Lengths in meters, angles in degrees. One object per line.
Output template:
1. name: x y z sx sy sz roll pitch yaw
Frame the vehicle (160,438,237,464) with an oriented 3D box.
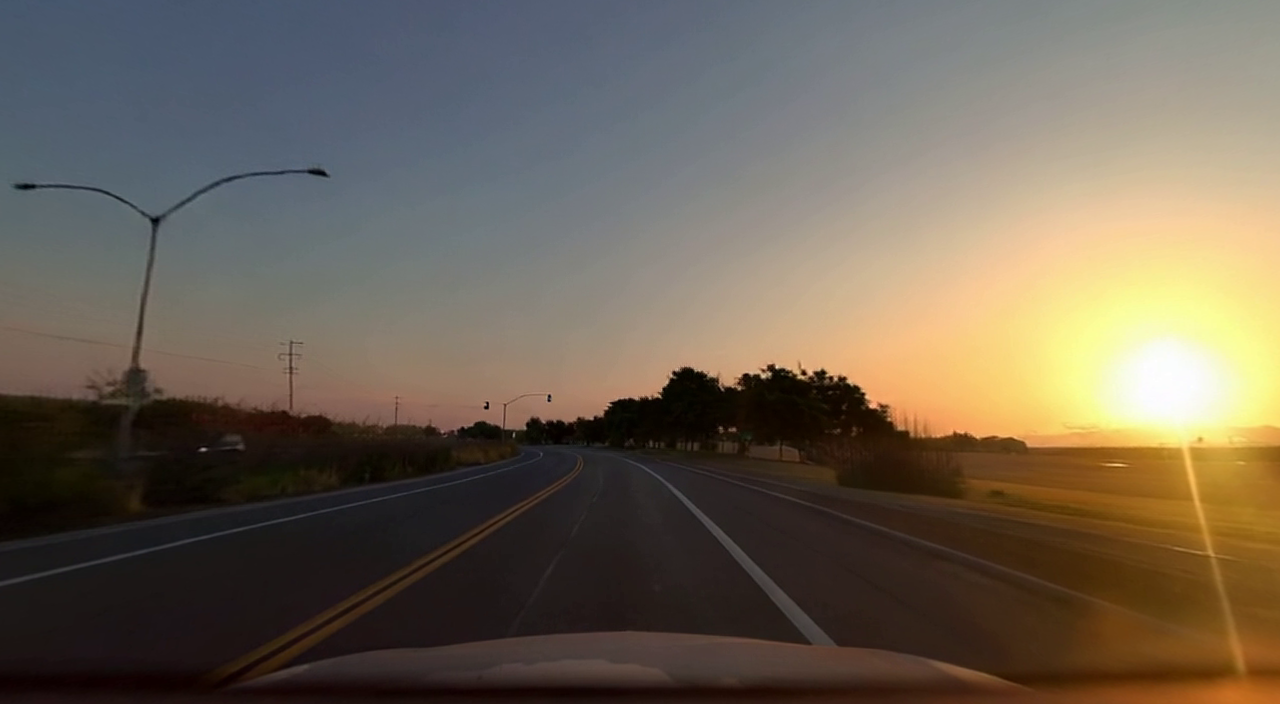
1. vehicle: -27.322 6.149 39.188 1.826 1.469 4.432 0 -9 -4
